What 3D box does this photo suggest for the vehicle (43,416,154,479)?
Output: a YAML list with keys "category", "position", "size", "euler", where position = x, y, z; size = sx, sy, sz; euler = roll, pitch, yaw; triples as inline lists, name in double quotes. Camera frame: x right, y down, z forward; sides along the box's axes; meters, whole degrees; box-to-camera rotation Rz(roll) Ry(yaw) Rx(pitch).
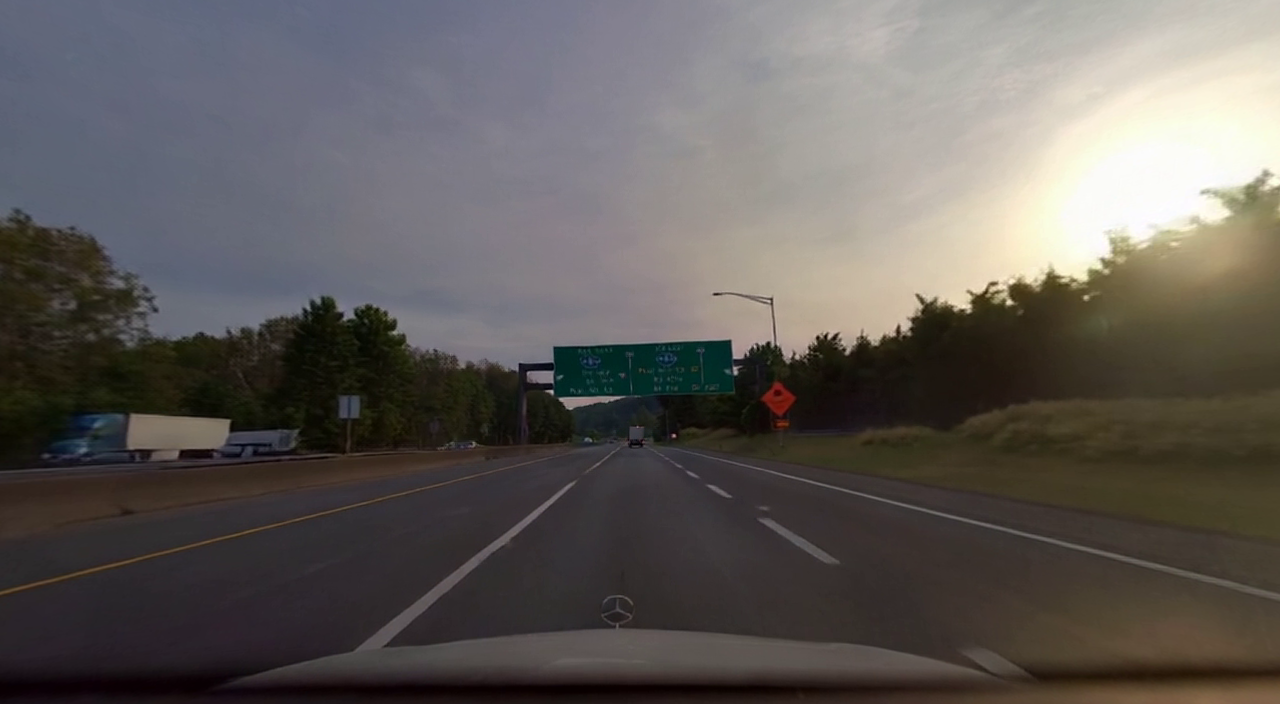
- category: "vehicle"
  position: [-37.973, 6.671, 44.564]
  size: [2.907, 4.047, 5.959]
  euler: [1, -8, -8]
